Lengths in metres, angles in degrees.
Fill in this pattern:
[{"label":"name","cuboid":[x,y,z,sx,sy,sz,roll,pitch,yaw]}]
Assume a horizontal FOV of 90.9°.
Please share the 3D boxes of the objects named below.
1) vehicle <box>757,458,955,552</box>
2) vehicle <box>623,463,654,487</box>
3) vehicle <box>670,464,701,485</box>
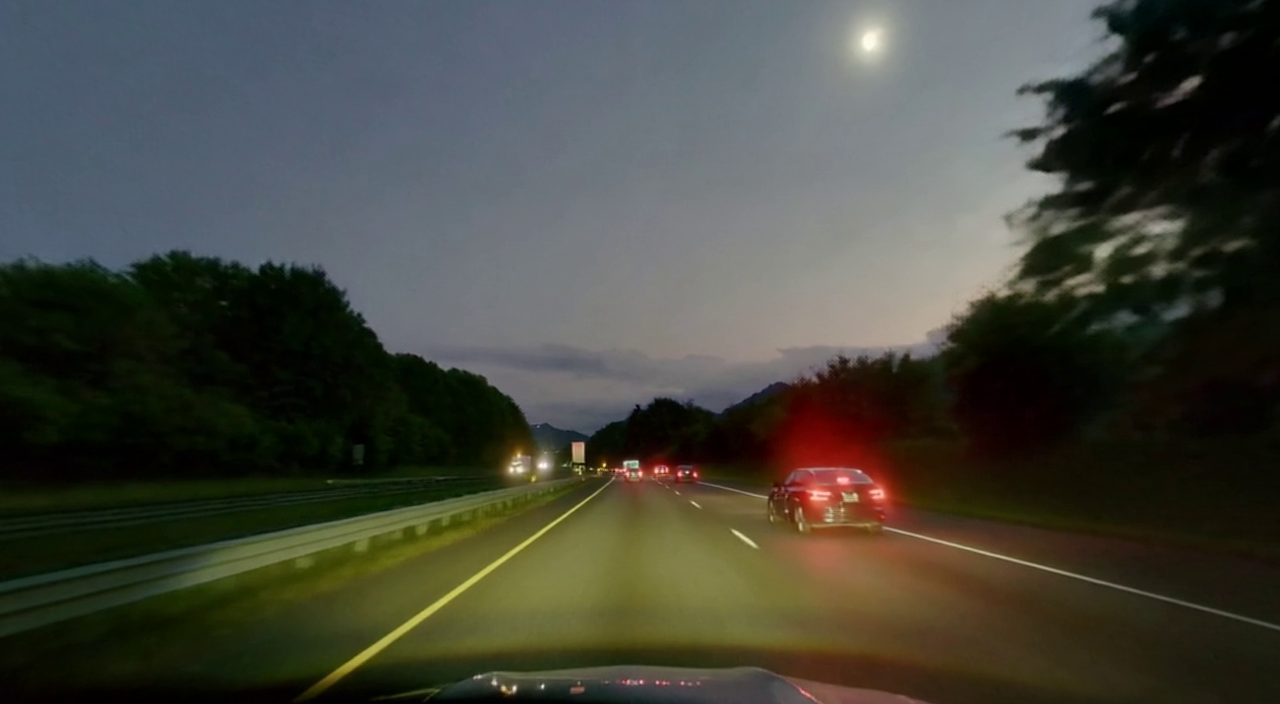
[{"label":"vehicle","cuboid":[3.829,2.848,12.321,2.018,1.426,4.941,1,-10,-1]},{"label":"vehicle","cuboid":[-0.102,8.234,42.134,1.980,1.483,3.865,1,-10,-1]},{"label":"vehicle","cuboid":[3.455,9.341,48.016,1.976,1.467,3.783,1,-10,-2]}]
